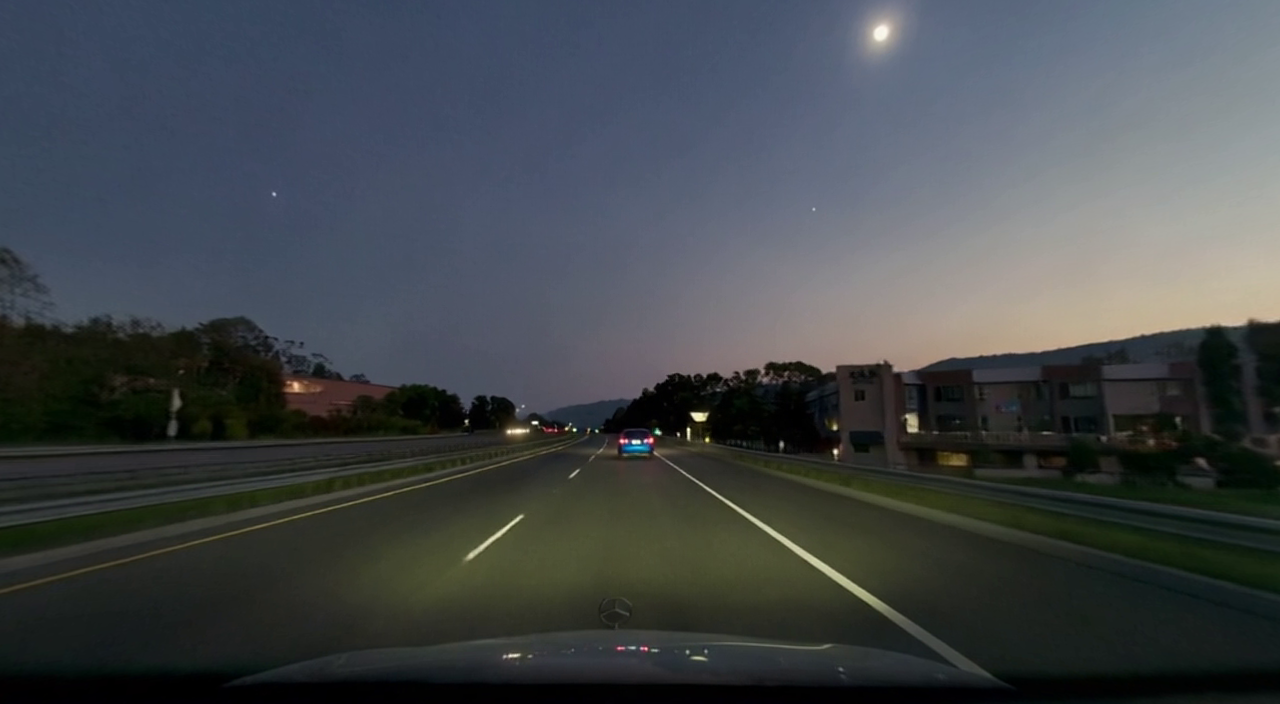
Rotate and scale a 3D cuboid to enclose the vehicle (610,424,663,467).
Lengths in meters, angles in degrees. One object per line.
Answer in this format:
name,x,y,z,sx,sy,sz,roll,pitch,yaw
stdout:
vehicle,-0.171,3.826,26.051,2.020,1.633,3.942,0,-8,-1
